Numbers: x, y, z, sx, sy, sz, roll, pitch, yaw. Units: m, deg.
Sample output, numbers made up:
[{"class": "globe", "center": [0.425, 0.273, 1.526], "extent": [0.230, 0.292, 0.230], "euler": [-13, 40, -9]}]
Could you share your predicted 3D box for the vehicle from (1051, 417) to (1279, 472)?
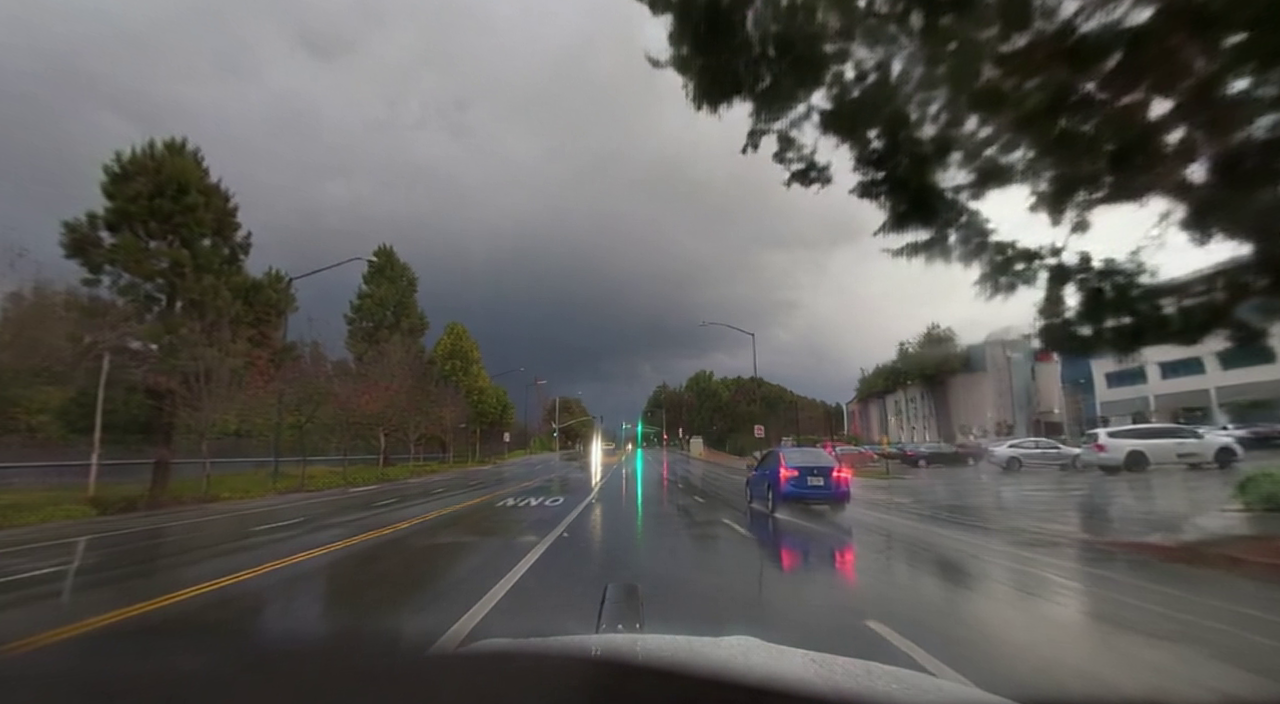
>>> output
[{"class": "vehicle", "center": [18.625, 3.309, 22.491], "extent": [6.156, 1.801, 2.491], "euler": [0, -9, 1]}]

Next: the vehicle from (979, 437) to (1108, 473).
[{"class": "vehicle", "center": [18.177, 4.638, 28.617], "extent": [4.436, 1.556, 1.997], "euler": [0, -9, -1]}]

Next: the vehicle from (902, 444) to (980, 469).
[{"class": "vehicle", "center": [17.845, 6.209, 37.576], "extent": [3.622, 1.432, 2.029], "euler": [0, -9, -3]}]

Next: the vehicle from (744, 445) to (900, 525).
[{"class": "vehicle", "center": [3.825, 2.870, 14.280], "extent": [2.114, 1.493, 4.430], "euler": [0, -9, -1]}]
